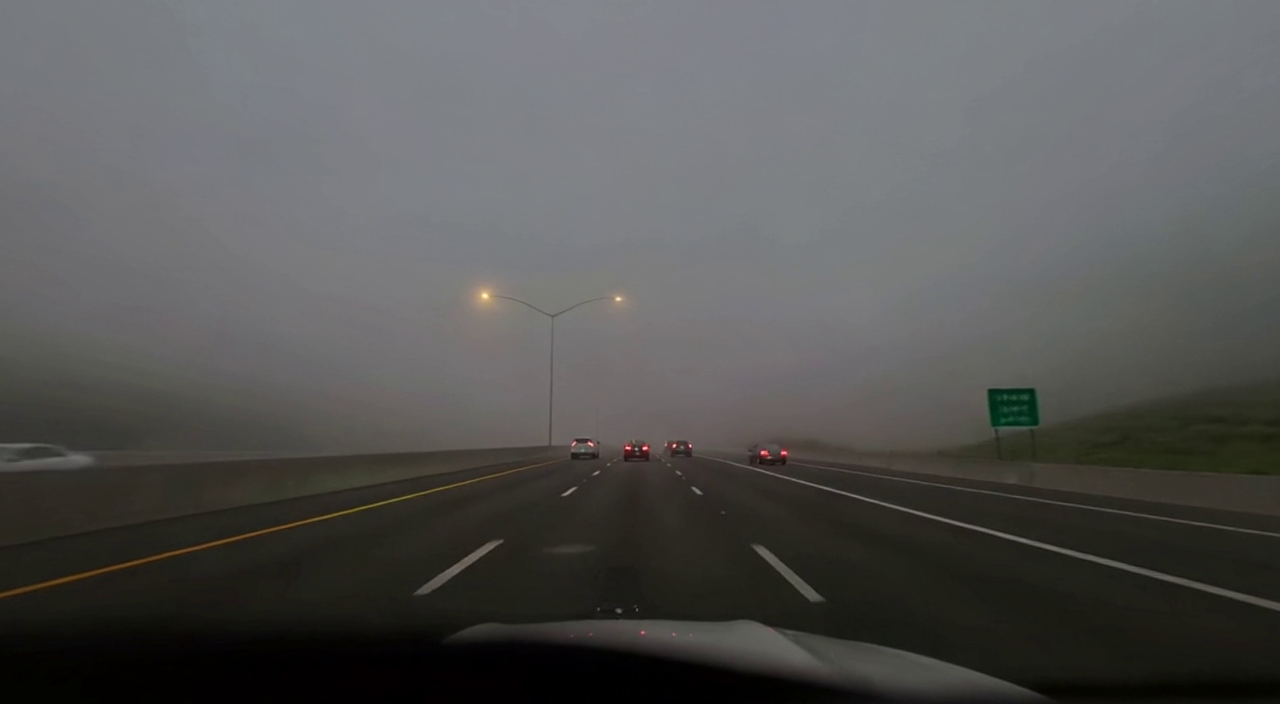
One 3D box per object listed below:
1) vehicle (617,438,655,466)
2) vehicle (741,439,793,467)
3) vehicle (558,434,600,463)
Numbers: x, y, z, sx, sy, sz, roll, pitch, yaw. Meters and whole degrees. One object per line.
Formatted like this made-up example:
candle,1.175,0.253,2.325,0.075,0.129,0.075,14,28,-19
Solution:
vehicle,-0.229,5.670,35.895,1.985,1.457,4.227,0,-9,-1
vehicle,7.136,5.720,35.920,1.935,1.478,4.433,1,-9,-2
vehicle,-3.790,6.150,40.228,2.123,1.661,4.601,0,-9,1
